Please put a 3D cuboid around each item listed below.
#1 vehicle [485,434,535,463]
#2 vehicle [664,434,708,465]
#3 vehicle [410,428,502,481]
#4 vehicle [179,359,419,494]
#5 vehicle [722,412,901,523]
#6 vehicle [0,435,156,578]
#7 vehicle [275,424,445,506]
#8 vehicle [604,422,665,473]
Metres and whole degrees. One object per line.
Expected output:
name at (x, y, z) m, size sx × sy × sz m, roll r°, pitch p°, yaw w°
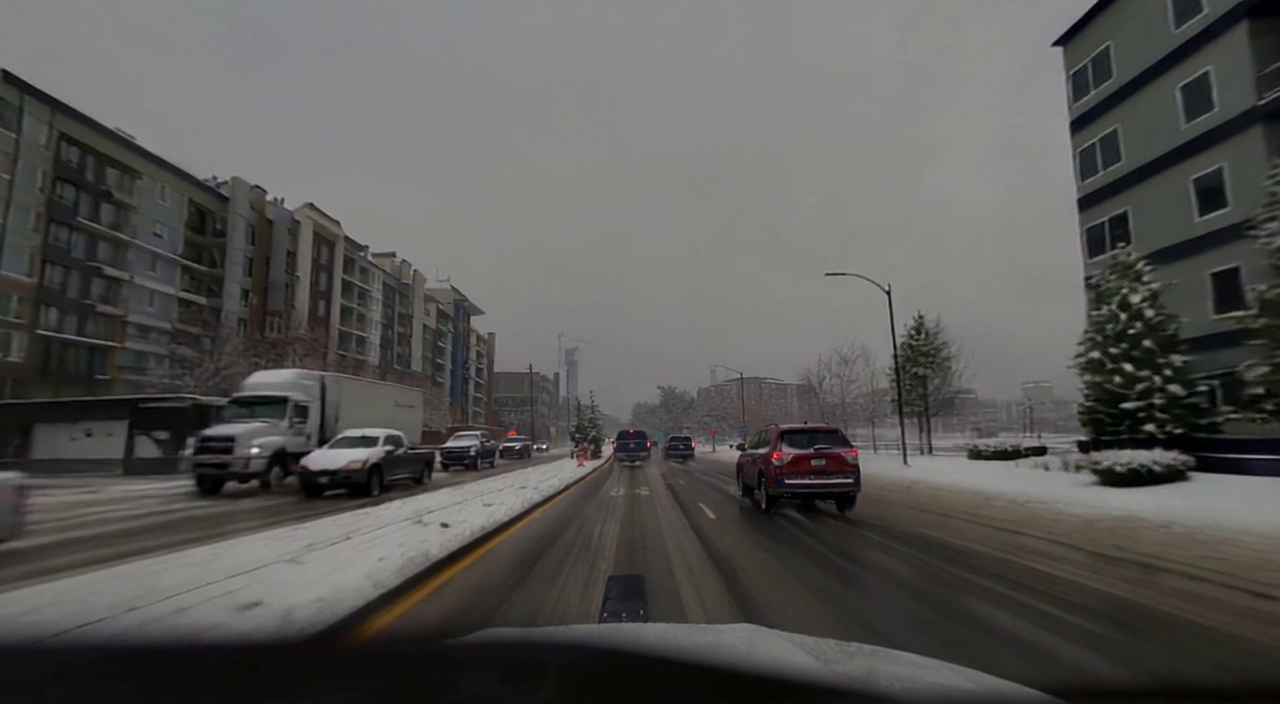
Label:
vehicle at (-9.241, 6.925, 45.024) m, size 2.192 × 1.923 × 4.970 m, roll -1°, pitch -8°, yaw 4°
vehicle at (2.804, 6.151, 39.739) m, size 2.187 × 1.835 × 5.471 m, roll 0°, pitch -8°, yaw -2°
vehicle at (-7.616, 4.301, 26.717) m, size 2.296 × 1.911 × 5.688 m, roll -2°, pitch -8°, yaw -1°
vehicle at (-11.155, 2.750, 22.265) m, size 2.988 × 3.755 × 9.456 m, roll 0°, pitch -8°, yaw 1°
vehicle at (3.224, 2.328, 13.263) m, size 2.120 × 1.828 × 5.531 m, roll 0°, pitch -8°, yaw -1°
vehicle at (-7.669, 1.580, 6.302) m, size 1.881 × 1.485 × 4.522 m, roll 0°, pitch -8°, yaw 2°
vehicle at (-7.300, 2.968, 17.123) m, size 2.437 × 1.820 × 4.827 m, roll -2°, pitch -8°, yaw 0°
vehicle at (-0.343, 4.843, 31.965) m, size 2.762 × 2.309 × 6.723 m, roll 0°, pitch -8°, yaw -2°
